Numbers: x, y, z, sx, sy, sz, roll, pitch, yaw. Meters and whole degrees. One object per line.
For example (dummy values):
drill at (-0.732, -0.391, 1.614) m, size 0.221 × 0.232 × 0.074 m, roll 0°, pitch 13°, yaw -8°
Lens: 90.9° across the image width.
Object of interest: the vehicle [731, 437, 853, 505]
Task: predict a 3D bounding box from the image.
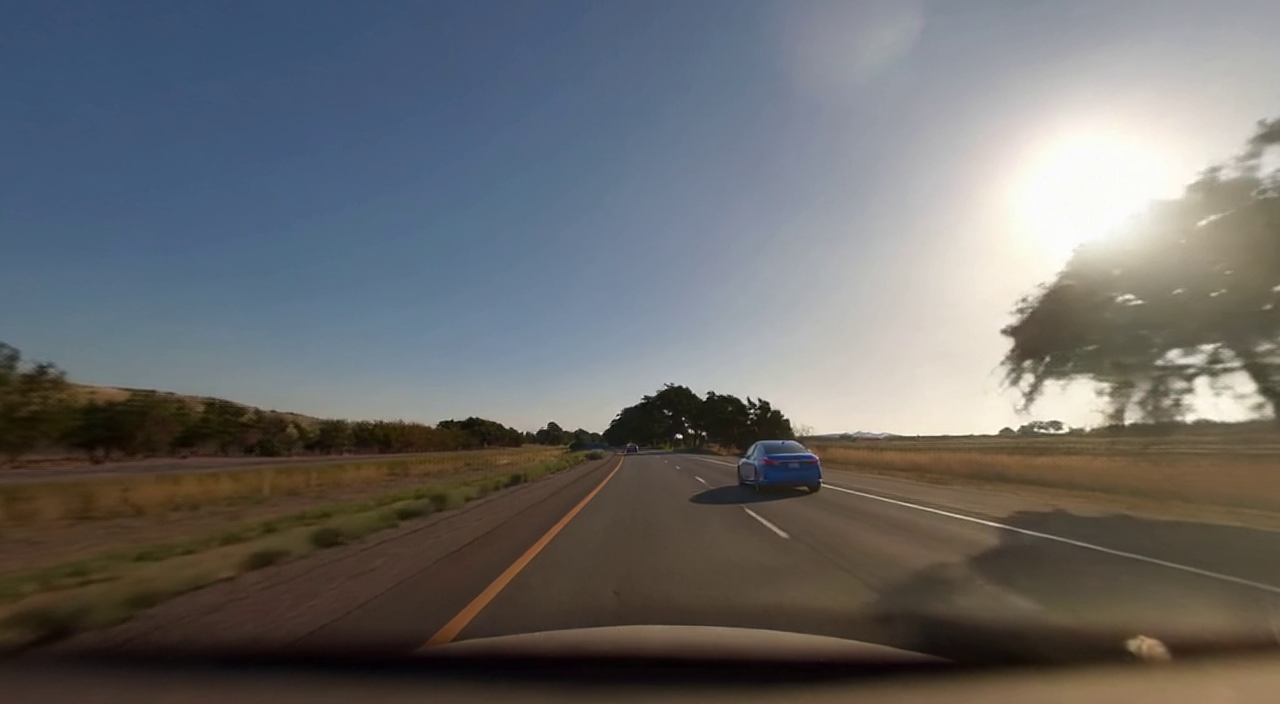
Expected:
vehicle at (3.667, 2.956, 16.164) m, size 2.003 × 1.466 × 4.441 m, roll -1°, pitch -8°, yaw 0°
